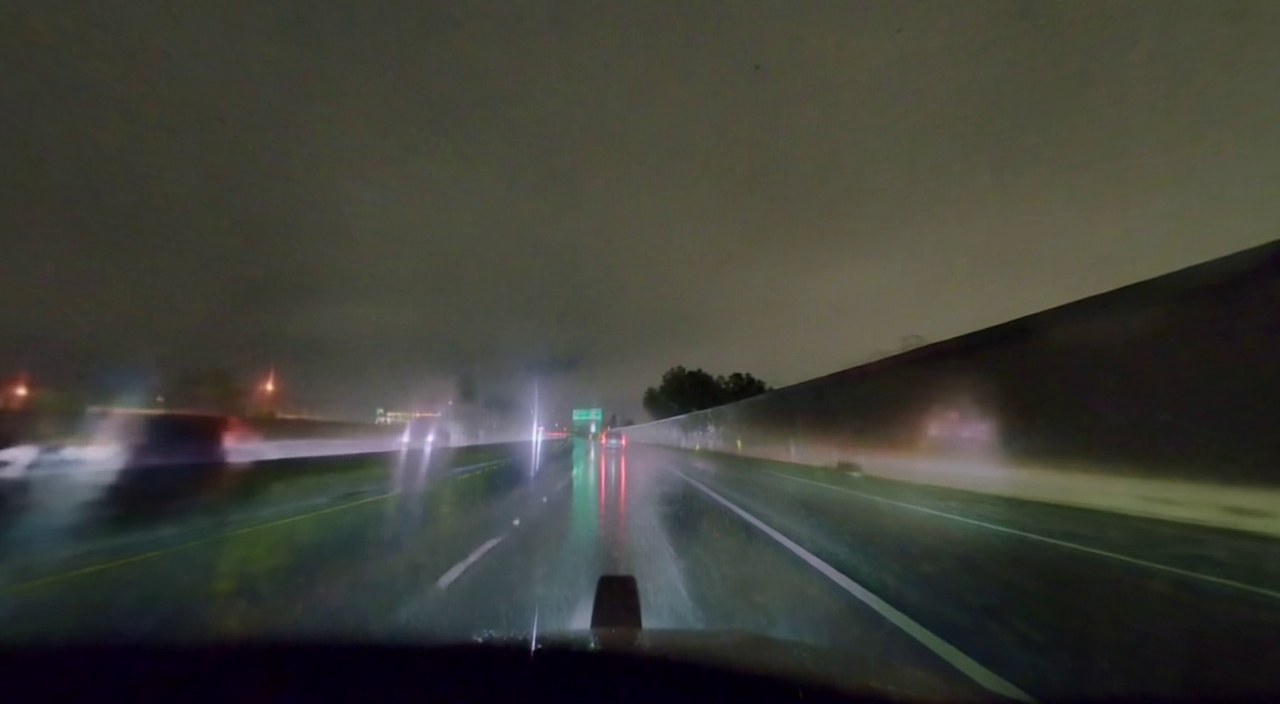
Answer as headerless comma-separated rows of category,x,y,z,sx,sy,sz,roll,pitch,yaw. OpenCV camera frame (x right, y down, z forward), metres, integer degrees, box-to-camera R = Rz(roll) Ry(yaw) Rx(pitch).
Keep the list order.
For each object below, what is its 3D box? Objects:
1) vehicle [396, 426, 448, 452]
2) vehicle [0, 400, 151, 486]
vehicle,-13.457,5.409,39.171,1.918,1.510,4.178,0,-8,-2
vehicle,-12.604,1.840,12.809,1.939,1.547,4.294,0,-8,-1
